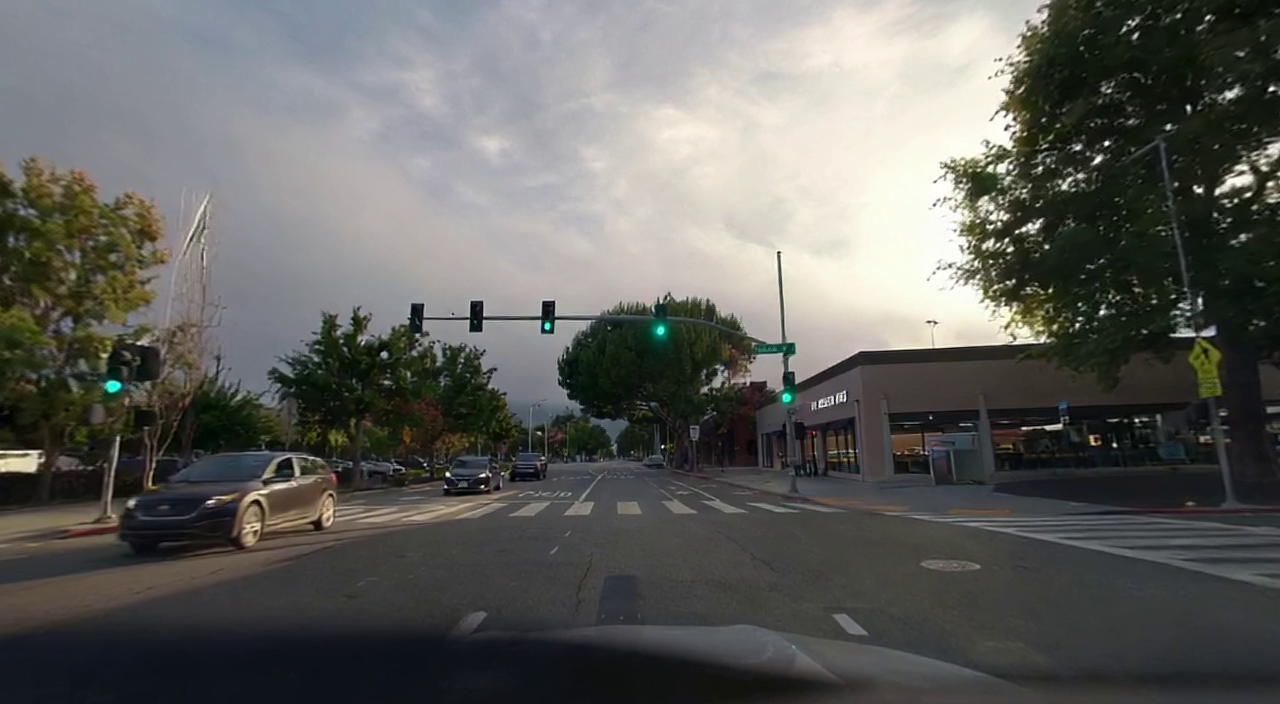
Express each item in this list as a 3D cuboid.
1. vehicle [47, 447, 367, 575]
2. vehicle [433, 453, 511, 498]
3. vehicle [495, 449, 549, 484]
[{"bbox_3d":[-6.462,2.355,10.255,2.071,1.588,4.336,0,-8,0],"label":"vehicle"},{"bbox_3d":[-6.810,5.018,26.135,2.019,1.596,4.608,0,-8,-1],"label":"vehicle"},{"bbox_3d":[-7.255,7.083,39.391,2.545,1.943,5.168,0,-8,-2],"label":"vehicle"}]
